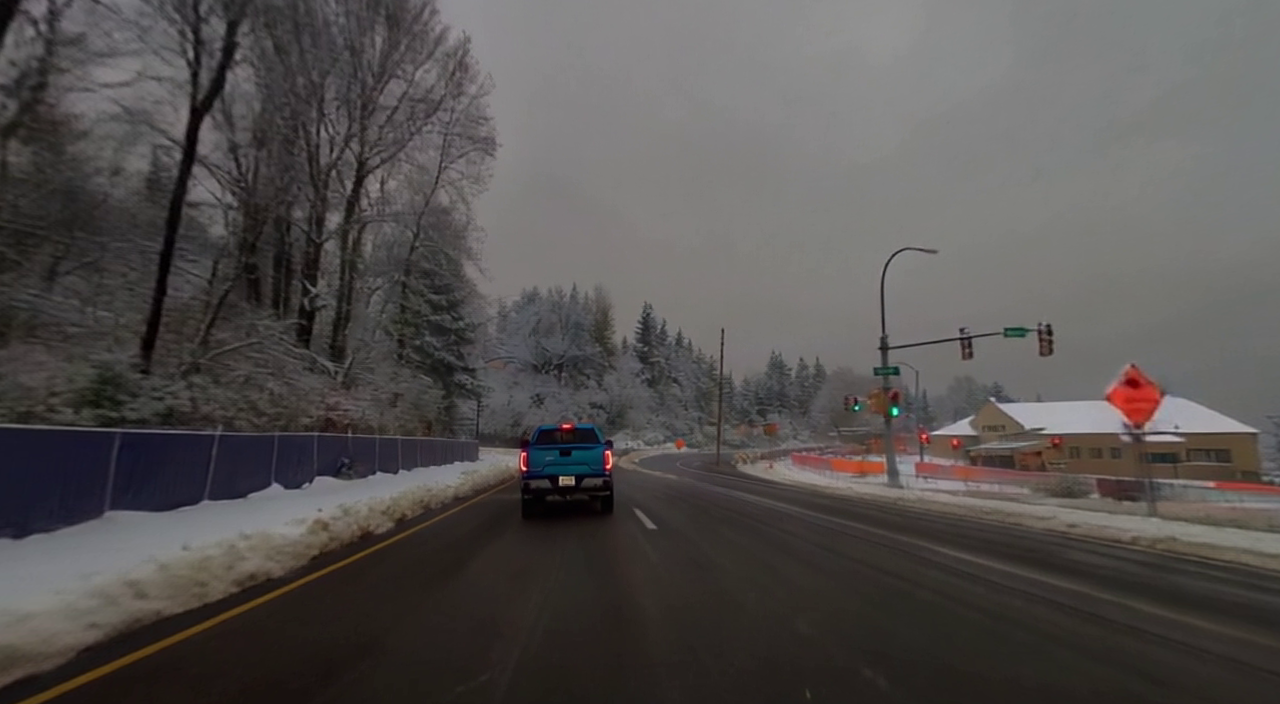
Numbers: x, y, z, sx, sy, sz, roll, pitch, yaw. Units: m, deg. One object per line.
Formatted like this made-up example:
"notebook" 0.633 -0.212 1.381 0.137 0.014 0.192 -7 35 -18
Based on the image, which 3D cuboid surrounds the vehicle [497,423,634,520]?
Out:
"vehicle" -1.396 2.521 13.939 2.436 1.698 5.322 0 -8 -2
